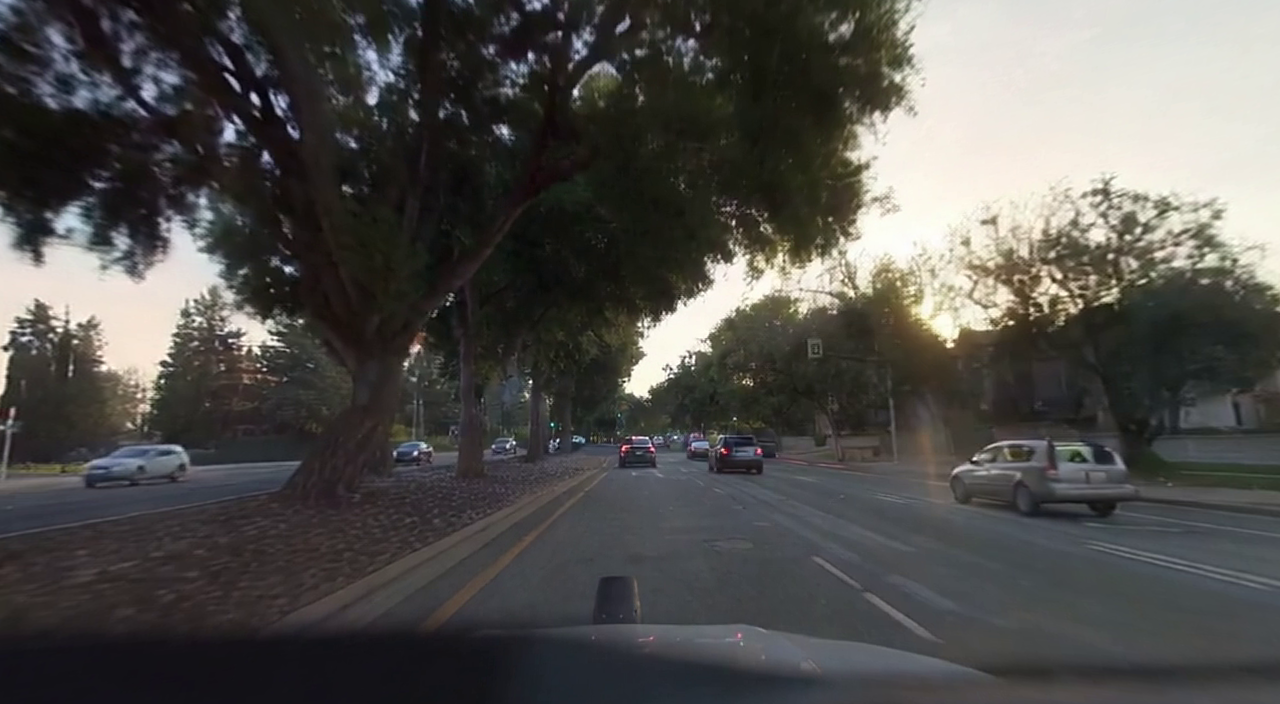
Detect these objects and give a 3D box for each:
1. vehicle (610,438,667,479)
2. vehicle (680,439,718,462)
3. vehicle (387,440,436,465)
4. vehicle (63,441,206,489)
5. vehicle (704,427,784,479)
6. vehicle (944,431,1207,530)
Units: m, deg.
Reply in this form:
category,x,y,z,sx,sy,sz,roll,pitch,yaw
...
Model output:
category,x,y,z,sx,sy,sz,roll,pitch,yaw
vehicle,-0.064,3.997,23.922,1.988,1.418,4.214,0,-9,0
vehicle,3.963,6.688,43.097,2.064,1.474,4.389,0,-9,-1
vehicle,-15.823,6.956,43.877,1.889,1.622,3.975,0,-9,0
vehicle,-19.691,4.405,24.944,1.923,1.703,4.469,0,-9,0
vehicle,3.960,3.957,24.932,2.209,1.813,4.724,0,-9,-2
vehicle,7.707,2.286,11.814,1.949,1.492,4.103,0,-9,0
